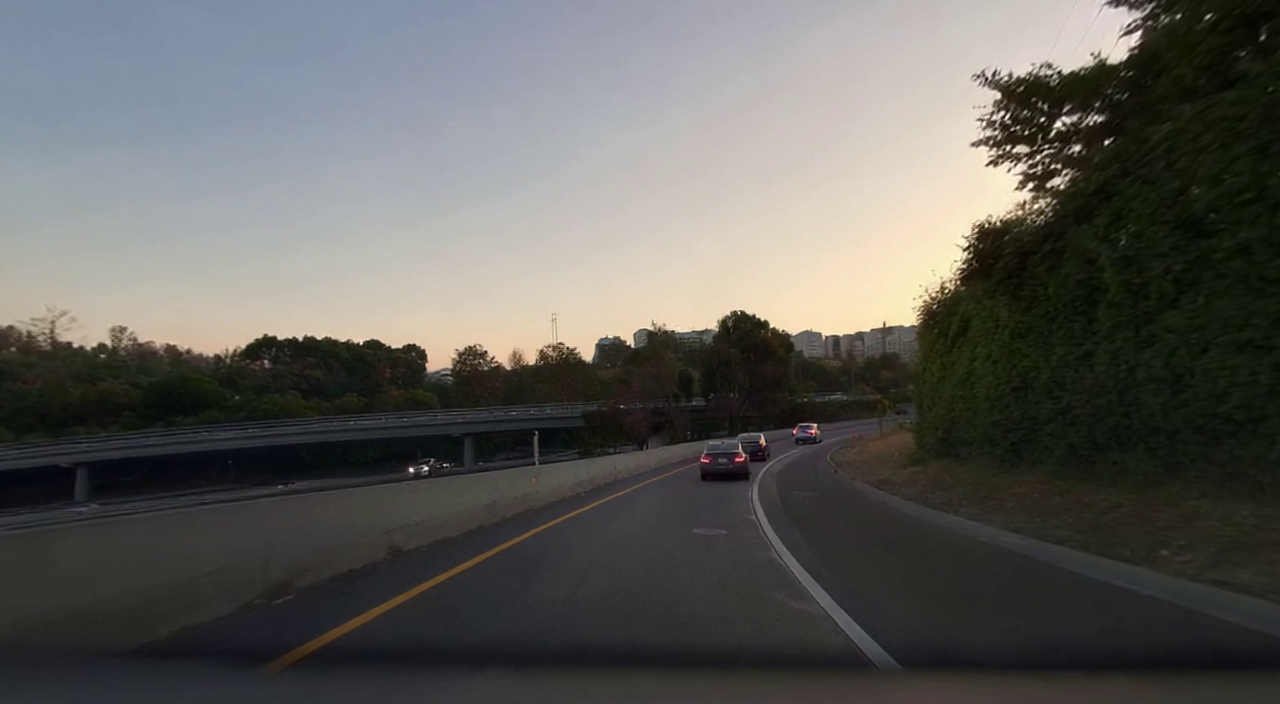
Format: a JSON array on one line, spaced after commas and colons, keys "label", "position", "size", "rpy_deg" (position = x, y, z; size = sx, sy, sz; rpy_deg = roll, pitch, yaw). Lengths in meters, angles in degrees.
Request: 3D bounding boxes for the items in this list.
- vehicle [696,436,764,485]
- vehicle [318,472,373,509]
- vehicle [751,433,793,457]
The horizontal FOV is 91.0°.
[{"label": "vehicle", "position": [3.219, 3.717, 21.889], "size": [2.091, 1.482, 4.321], "rpy_deg": [-2, -9, 11]}, {"label": "vehicle", "position": [-14.076, 6.594, 30.231], "size": [1.781, 1.443, 3.939], "rpy_deg": [2, -9, -17]}, {"label": "vehicle", "position": [8.792, 6.156, 41.751], "size": [2.078, 1.474, 4.165], "rpy_deg": [-3, -9, 20]}]
